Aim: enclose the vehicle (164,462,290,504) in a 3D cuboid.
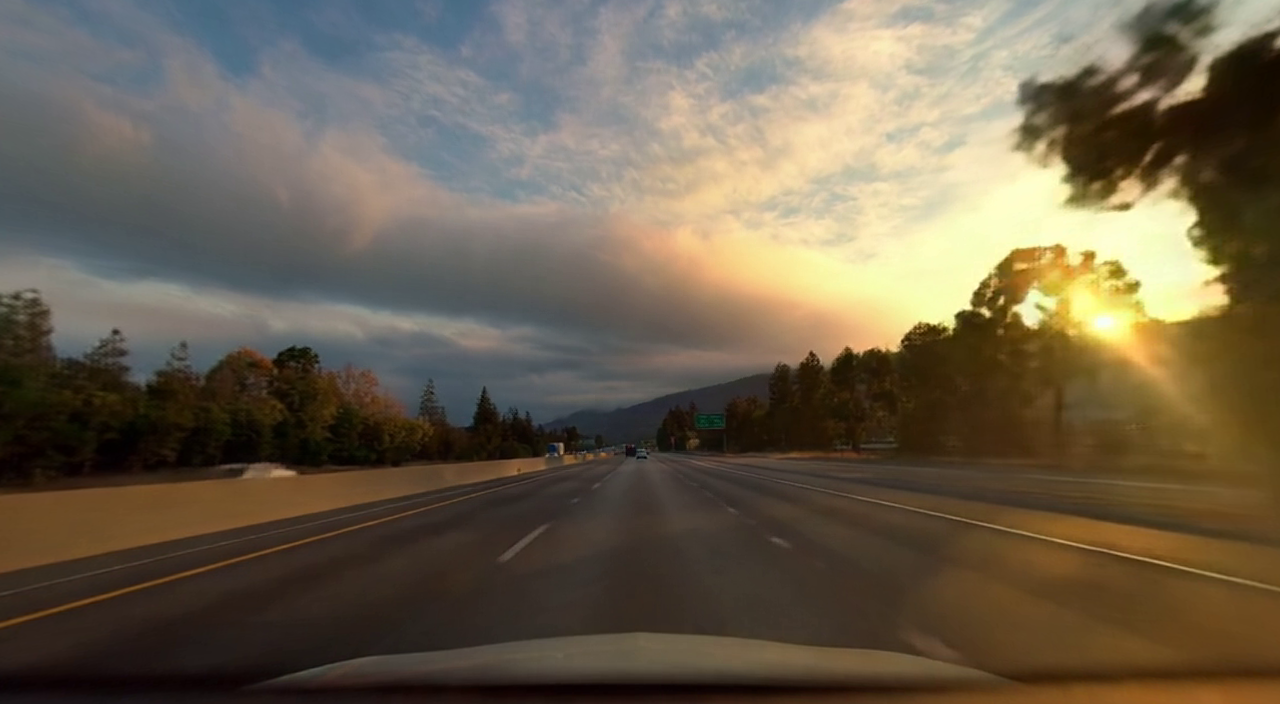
[{"bbox_3d":[-16.206,5.134,25.080,1.919,1.429,4.629,0,-9,-1],"label":"vehicle"}]
